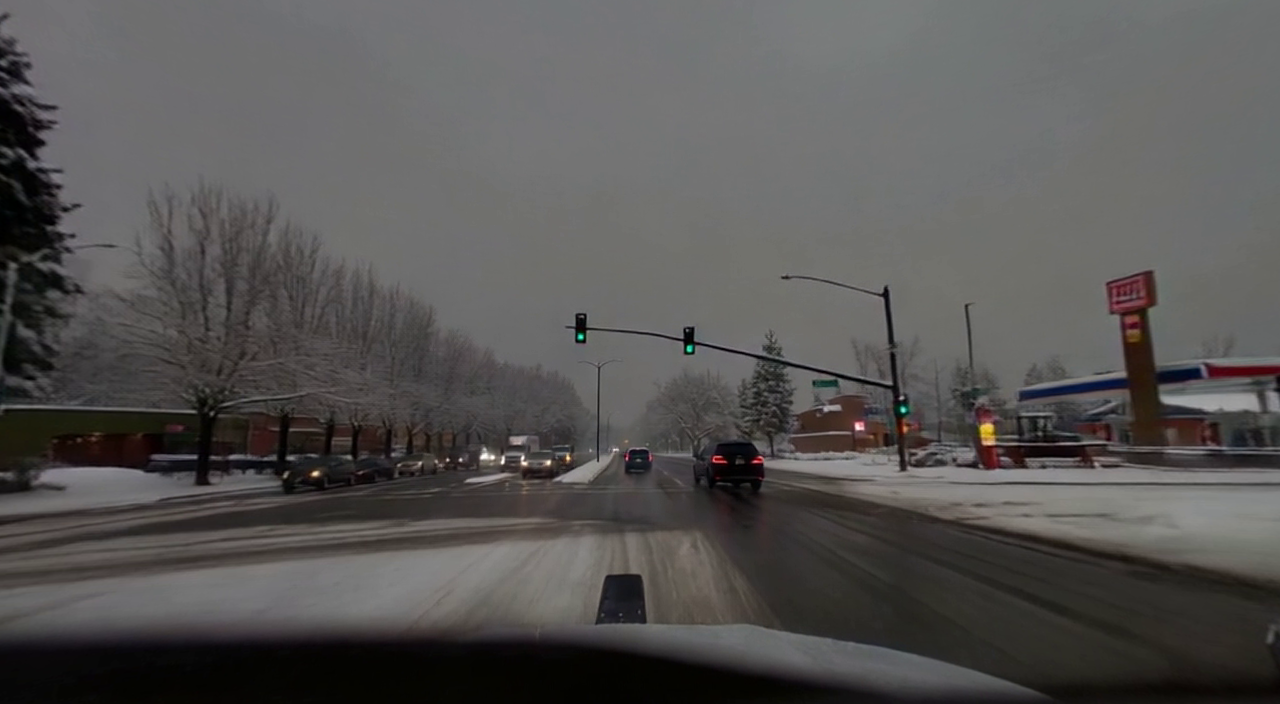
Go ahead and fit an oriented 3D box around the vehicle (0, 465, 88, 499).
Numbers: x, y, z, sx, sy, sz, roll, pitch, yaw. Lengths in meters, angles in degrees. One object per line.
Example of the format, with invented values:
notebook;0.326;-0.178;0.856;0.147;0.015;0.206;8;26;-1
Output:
vehicle;-28.788;5.995;29.316;4.323;1.445;2.002;1;-9;-2

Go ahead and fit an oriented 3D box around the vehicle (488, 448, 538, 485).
vehicle;-5.691;5.141;28.770;1.972;1.466;4.493;2;-8;-8

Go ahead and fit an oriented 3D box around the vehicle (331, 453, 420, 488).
vehicle;-12.691;5.704;30.767;2.186;1.532;5.087;0;-9;-1

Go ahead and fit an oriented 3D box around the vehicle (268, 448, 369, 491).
vehicle;-15.927;5.794;31.736;2.191;1.926;5.787;0;-9;-2

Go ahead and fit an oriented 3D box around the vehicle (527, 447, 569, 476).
vehicle;-5.429;6.497;37.770;1.953;1.526;4.349;0;-8;-2

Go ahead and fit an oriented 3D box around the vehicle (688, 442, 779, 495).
vehicle;2.860;3.695;20.427;2.061;1.487;4.462;0;-9;-2

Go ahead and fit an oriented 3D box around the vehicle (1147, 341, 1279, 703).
vehicle;3.458;0.491;0.375;2.117;1.689;5.113;0;-9;1

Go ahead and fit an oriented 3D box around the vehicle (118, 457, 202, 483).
vehicle;-28.622;7.017;37.737;3.640;1.462;1.660;-1;-9;1

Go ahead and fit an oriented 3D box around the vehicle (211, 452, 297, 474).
vehicle;-29.706;8.555;48.678;5.442;1.645;1.919;-1;-9;4

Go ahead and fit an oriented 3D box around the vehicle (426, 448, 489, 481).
vehicle;-9.274;5.764;32.535;2.165;1.557;4.515;0;-9;-4

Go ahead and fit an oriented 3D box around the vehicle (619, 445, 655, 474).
vehicle;-0.238;6.424;37.944;2.029;1.605;3.827;0;-9;-2
